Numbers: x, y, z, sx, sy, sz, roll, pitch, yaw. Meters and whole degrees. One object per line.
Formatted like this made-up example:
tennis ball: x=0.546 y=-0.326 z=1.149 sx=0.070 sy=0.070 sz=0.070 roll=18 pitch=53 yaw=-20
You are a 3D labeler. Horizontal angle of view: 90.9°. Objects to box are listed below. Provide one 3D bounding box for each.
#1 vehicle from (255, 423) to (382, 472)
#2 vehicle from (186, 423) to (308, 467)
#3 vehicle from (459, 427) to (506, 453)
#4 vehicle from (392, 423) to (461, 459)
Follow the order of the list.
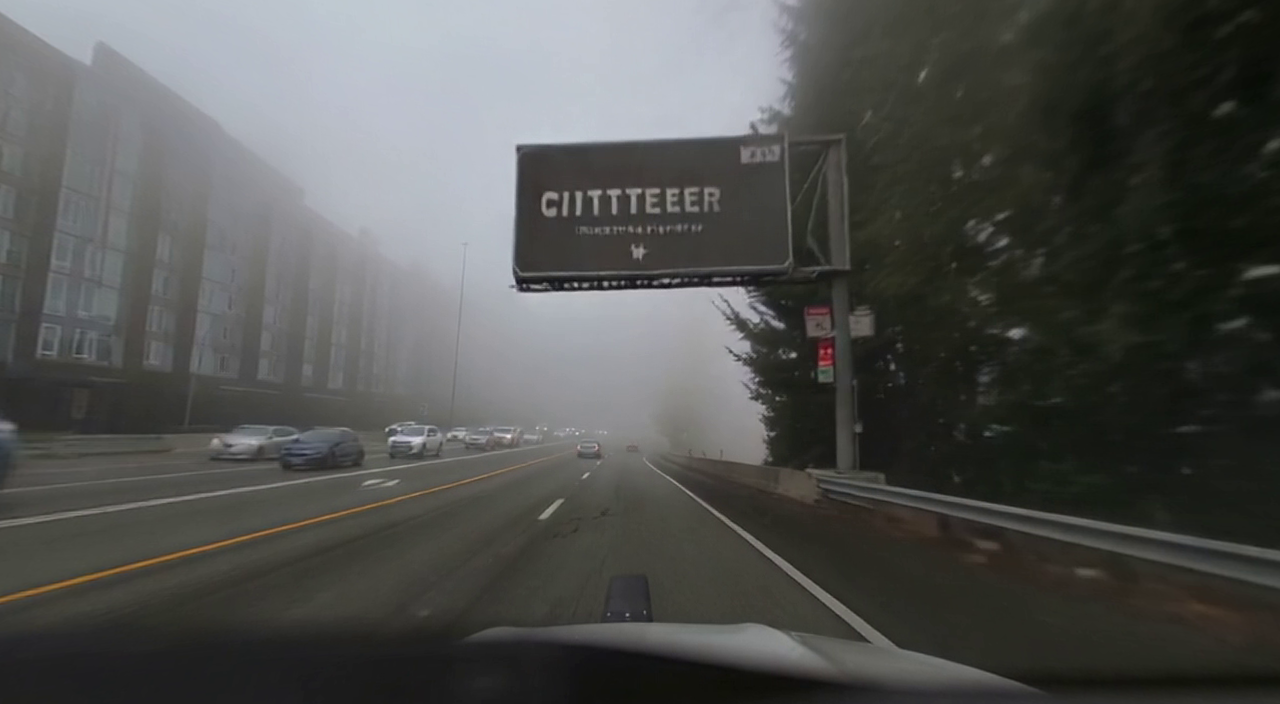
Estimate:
vehicle: x=-10.872 y=3.292 z=21.769 sx=1.953 sy=1.520 sz=4.549 roll=0 pitch=-9 yaw=0
vehicle: x=-14.720 y=3.537 z=23.955 sx=1.906 sy=1.506 sz=4.269 roll=0 pitch=-8 yaw=0
vehicle: x=-10.644 y=6.004 z=42.887 sx=2.016 sy=1.607 sz=4.491 roll=0 pitch=-9 yaw=1
vehicle: x=-10.819 y=4.585 z=32.317 sx=2.033 sy=1.662 sz=4.394 roll=0 pitch=-9 yaw=0
